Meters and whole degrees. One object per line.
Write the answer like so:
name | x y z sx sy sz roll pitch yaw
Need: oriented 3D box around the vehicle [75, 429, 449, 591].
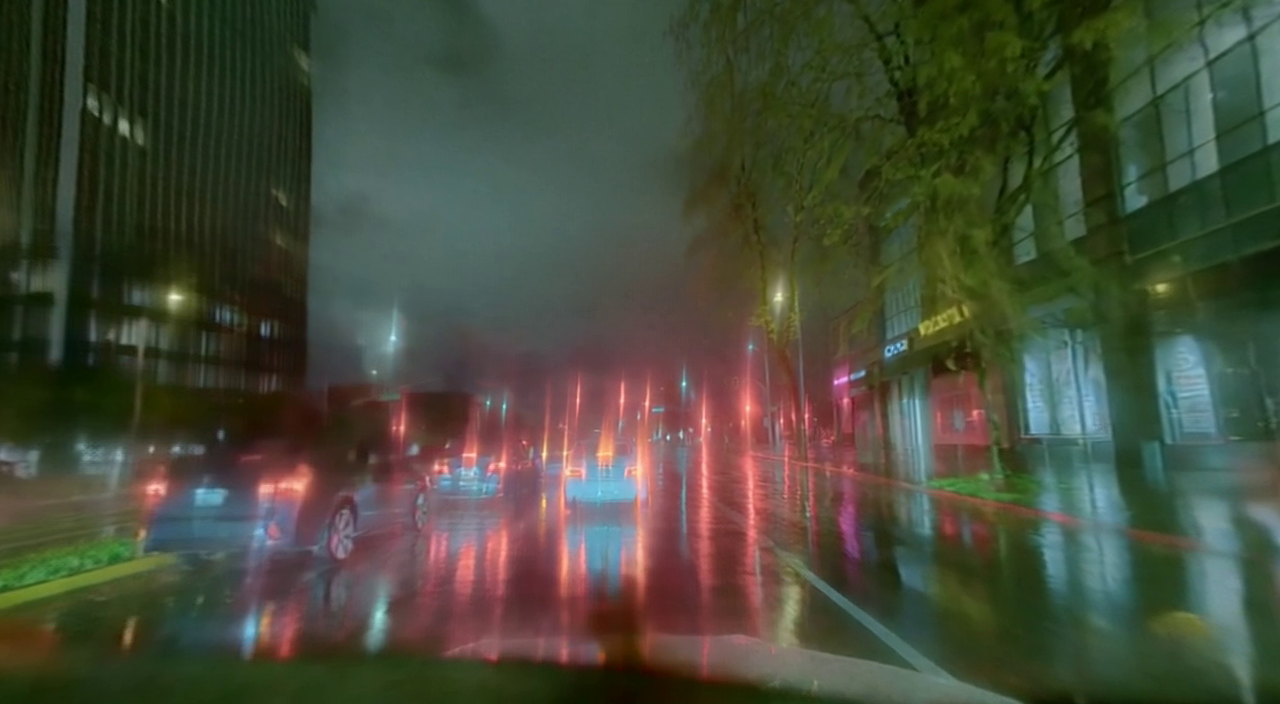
vehicle | -4.152 1.789 8.090 2.020 1.457 4.496 0 -9 0

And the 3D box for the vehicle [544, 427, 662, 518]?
vehicle | -0.651 2.378 12.962 2.042 1.555 3.912 0 -9 -1

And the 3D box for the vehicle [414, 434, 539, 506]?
vehicle | -3.759 2.795 15.362 1.950 1.487 4.130 0 -9 0
